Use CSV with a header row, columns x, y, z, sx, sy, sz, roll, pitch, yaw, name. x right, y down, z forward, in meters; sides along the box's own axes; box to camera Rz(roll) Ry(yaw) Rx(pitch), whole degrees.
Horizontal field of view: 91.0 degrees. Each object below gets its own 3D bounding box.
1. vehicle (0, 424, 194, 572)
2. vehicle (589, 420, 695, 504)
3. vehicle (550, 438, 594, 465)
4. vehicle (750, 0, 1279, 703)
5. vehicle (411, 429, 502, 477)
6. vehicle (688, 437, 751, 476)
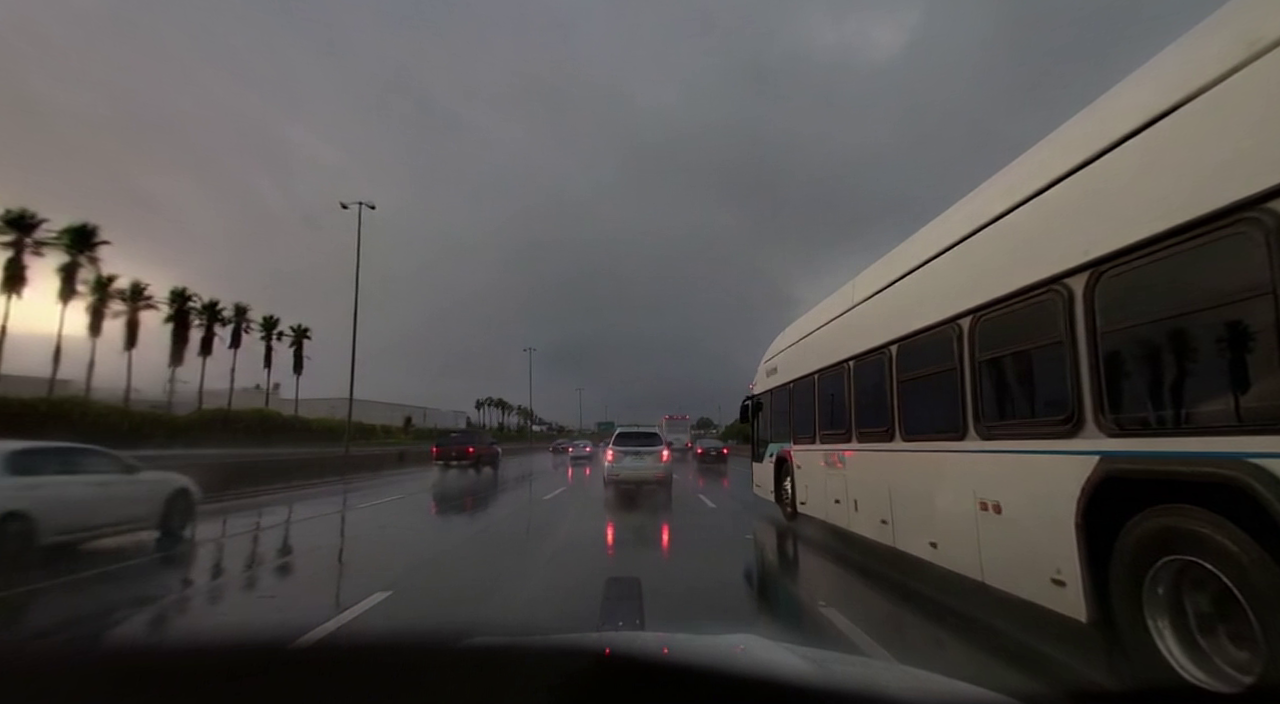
x,y,z,sx,sy,sz,roll,pitch,yaw,name
-7.608,1.612,7.183,1.980,1.508,4.111,0,-9,0,vehicle
0.075,2.686,15.691,2.268,1.796,4.280,0,-9,1,vehicle
-4.047,6.046,38.246,2.040,1.536,4.680,0,-9,1,vehicle
3.960,0.399,6.614,3.020,3.622,14.302,0,-9,0,vehicle
-7.441,4.176,26.159,2.215,1.795,4.966,0,-9,1,vehicle
3.339,4.503,27.344,2.039,1.516,4.521,0,-9,-2,vehicle
